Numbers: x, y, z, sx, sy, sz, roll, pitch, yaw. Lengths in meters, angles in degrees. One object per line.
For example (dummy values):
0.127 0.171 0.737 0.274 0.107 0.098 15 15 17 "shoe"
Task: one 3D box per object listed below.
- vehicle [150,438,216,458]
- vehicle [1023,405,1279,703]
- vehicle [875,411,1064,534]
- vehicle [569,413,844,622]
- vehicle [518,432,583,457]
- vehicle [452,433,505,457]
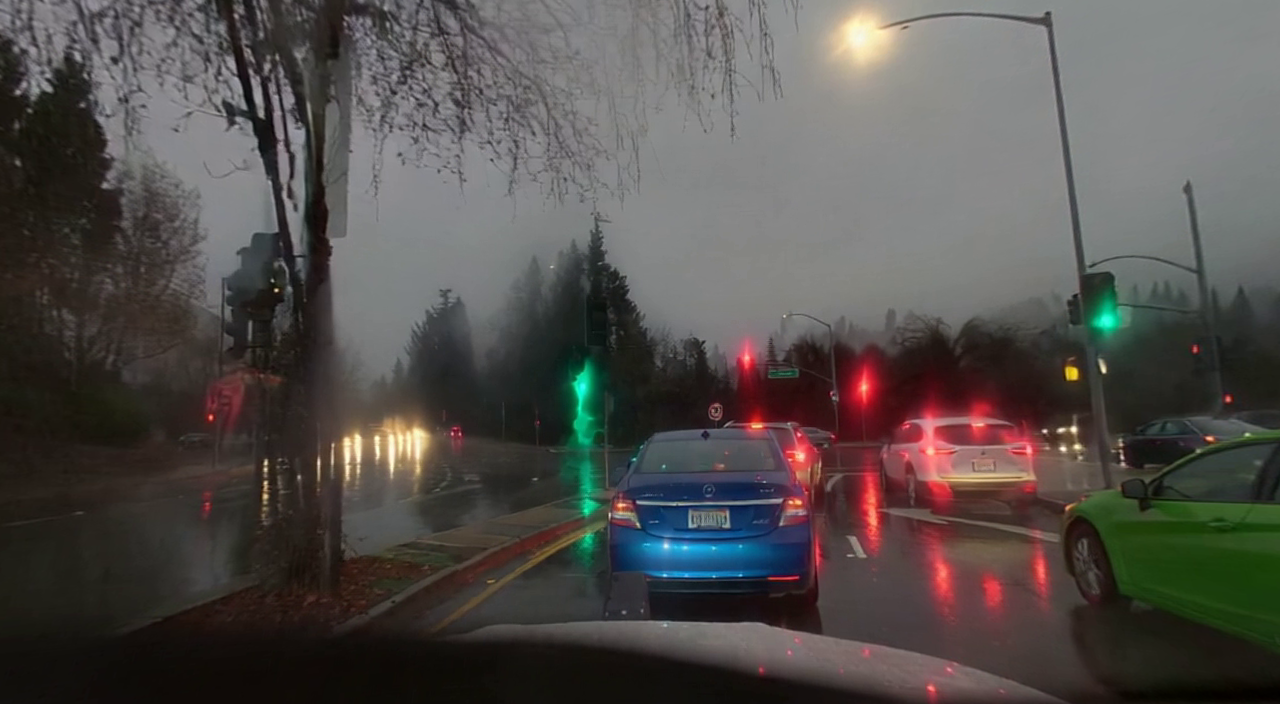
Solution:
-35.370 7.439 48.647 1.652 1.433 3.733 -7 -11 40 "vehicle"
4.245 1.063 3.365 1.954 1.508 4.441 -1 -8 6 "vehicle"
5.545 2.043 11.287 2.102 1.717 4.373 -2 -9 16 "vehicle"
0.858 1.497 6.688 2.052 1.483 3.928 -2 -8 12 "vehicle"
-5.948 6.103 41.549 1.932 1.573 4.509 8 -12 -44 "vehicle"
-12.452 7.123 48.200 1.972 1.705 4.457 8 -11 -44 "vehicle"
